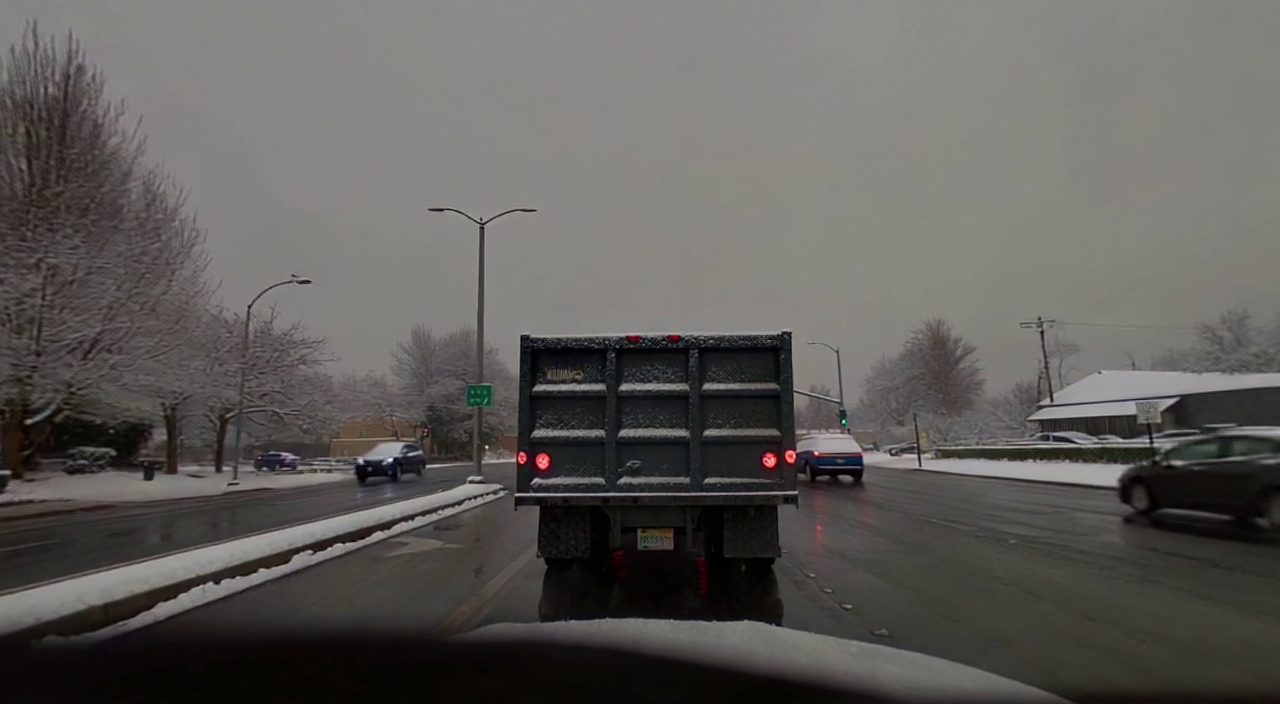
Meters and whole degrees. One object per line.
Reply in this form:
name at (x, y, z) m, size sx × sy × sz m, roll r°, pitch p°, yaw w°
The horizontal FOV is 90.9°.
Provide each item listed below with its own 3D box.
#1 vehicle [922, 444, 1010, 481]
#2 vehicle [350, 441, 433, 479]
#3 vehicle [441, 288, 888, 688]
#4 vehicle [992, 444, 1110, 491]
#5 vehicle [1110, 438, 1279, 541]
vehicle at (14.193, 4.802, 27.743) m, size 1.777 × 1.488 × 4.081 m, roll -1°, pitch -8°, yaw 1°
vehicle at (-14.009, 6.107, 36.061) m, size 2.218 × 1.926 × 5.753 m, roll -1°, pitch -8°, yaw 2°
vehicle at (0.288, 1.300, 7.378) m, size 2.650 × 2.391 × 7.008 m, roll -1°, pitch -8°, yaw 3°
vehicle at (14.326, 4.008, 22.248) m, size 1.702 × 1.475 × 3.670 m, roll -1°, pitch -8°, yaw 1°
vehicle at (10.200, 2.157, 10.320) m, size 1.907 × 1.465 × 4.077 m, roll -1°, pitch -8°, yaw 2°
